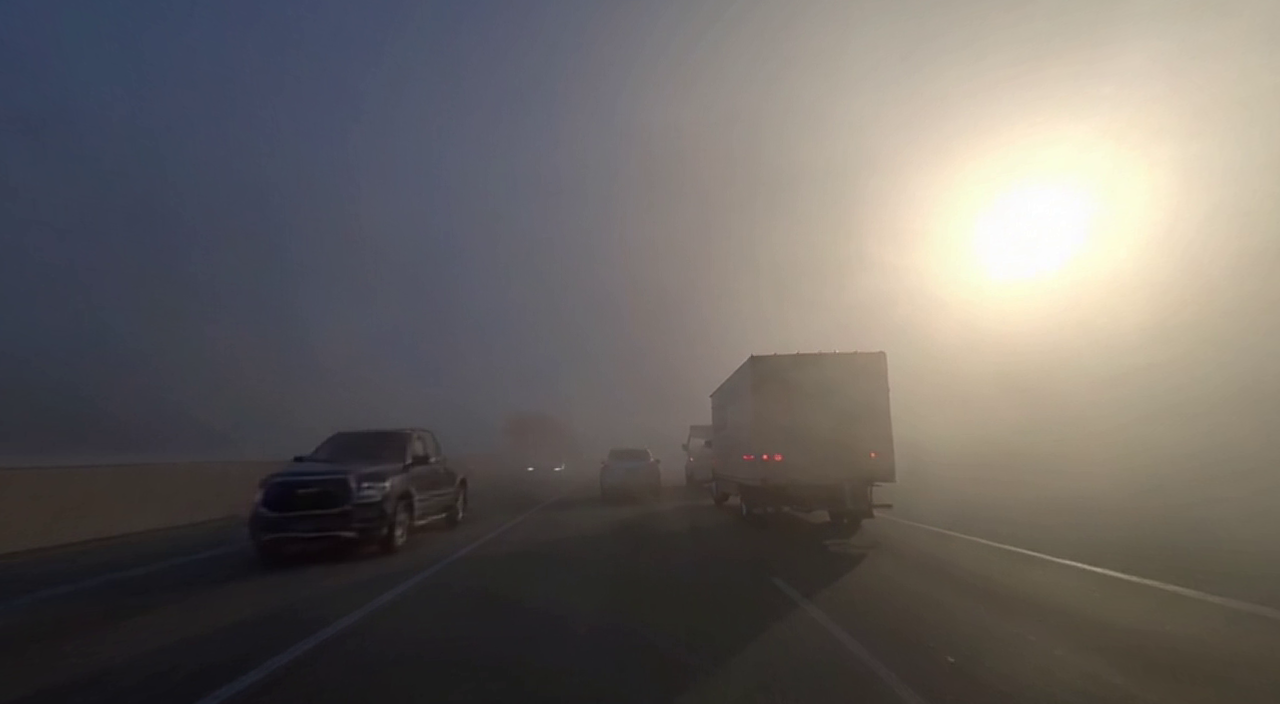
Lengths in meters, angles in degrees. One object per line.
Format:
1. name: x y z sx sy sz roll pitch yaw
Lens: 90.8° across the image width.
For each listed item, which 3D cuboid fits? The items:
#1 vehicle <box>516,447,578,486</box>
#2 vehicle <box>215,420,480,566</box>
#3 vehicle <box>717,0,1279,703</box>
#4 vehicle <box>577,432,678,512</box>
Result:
1. vehicle: -3.838 4.807 26.710 1.980 1.499 3.944 0 -9 1
2. vehicle: -4.012 1.998 9.628 2.074 1.717 4.089 0 -9 0
3. vehicle: 2.901 -0.242 3.109 2.934 4.123 15.785 0 -9 0
4. vehicle: -0.285 2.938 15.892 2.201 1.719 4.058 0 -9 -1
